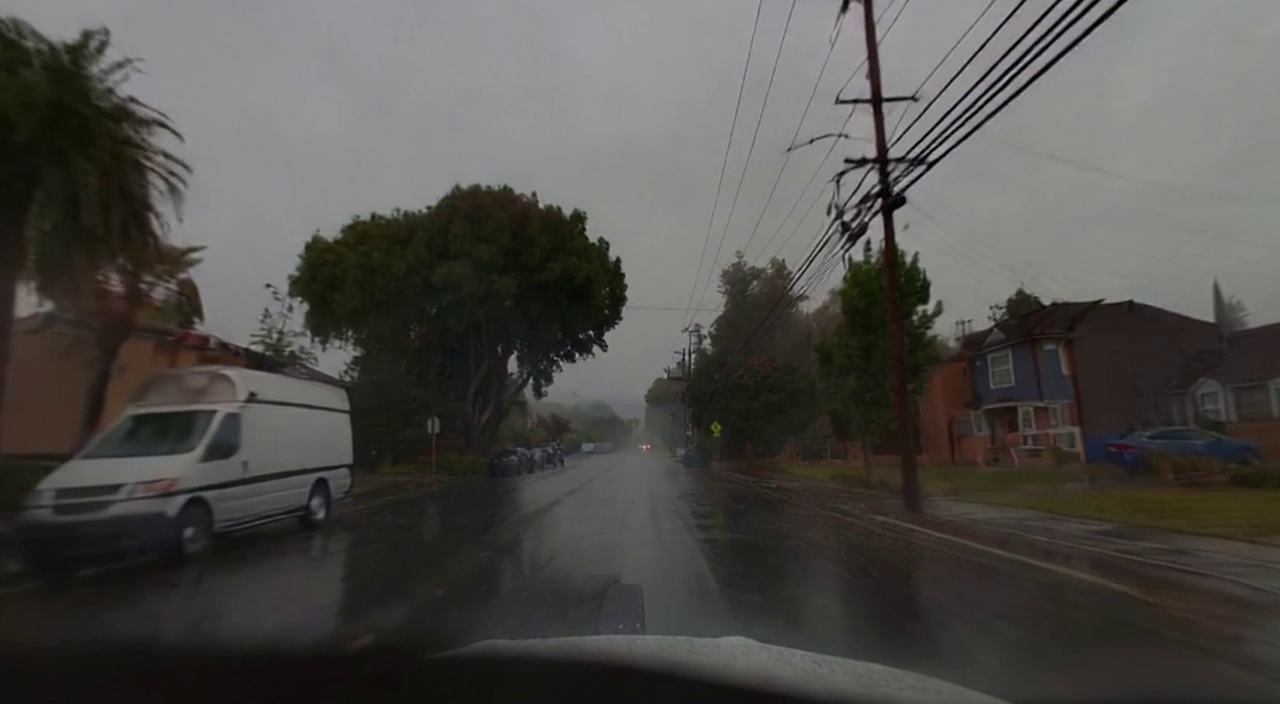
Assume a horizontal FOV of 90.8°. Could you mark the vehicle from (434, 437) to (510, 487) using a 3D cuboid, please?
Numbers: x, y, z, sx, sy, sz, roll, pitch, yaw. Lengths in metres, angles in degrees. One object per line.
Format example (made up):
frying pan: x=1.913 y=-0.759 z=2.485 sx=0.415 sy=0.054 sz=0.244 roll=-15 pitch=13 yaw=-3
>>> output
vehicle: x=-6.757 y=4.455 z=25.906 sx=1.963 sy=1.820 sz=4.297 roll=0 pitch=-8 yaw=-1

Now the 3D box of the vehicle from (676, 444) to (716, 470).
vehicle: x=3.337 y=6.321 z=38.182 sx=1.869 sy=1.453 sz=4.237 roll=0 pitch=-8 yaw=-2

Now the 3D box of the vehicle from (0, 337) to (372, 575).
vehicle: x=-6.774 y=1.640 z=10.162 sx=2.439 sy=2.724 sz=5.647 roll=-1 pitch=-10 yaw=-1

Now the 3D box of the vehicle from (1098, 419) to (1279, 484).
vehicle: x=16.078 y=2.860 z=18.133 sx=4.275 sy=1.645 sz=1.874 roll=-2 pitch=-10 yaw=1
